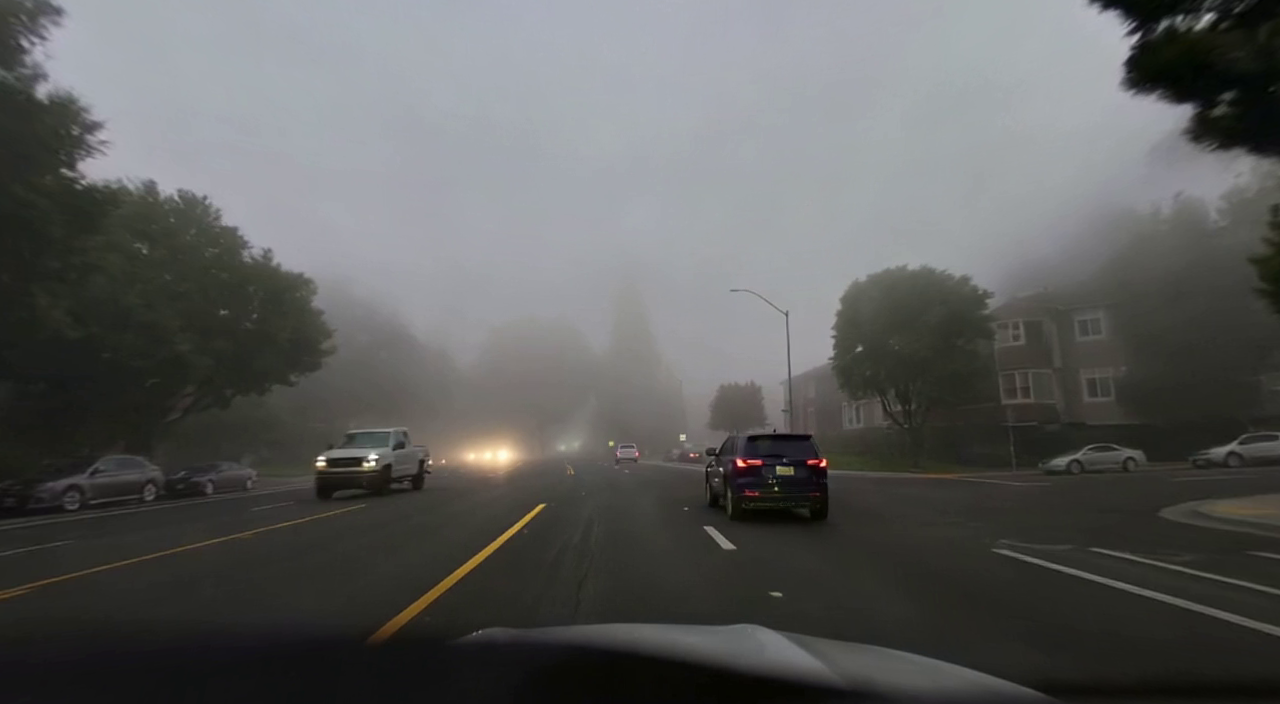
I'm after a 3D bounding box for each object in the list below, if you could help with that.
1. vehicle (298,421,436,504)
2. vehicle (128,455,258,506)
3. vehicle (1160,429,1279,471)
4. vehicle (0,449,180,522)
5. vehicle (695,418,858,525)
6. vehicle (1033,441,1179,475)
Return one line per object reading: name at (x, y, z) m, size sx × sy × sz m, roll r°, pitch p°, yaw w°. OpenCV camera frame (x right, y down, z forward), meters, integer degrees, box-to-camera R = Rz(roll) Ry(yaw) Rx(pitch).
vehicle at (-8.535, 3.492, 20.423) m, size 2.440 × 2.323 × 4.874 m, roll 0°, pitch -9°, yaw -3°
vehicle at (-18.071, 5.171, 25.917) m, size 2.078 × 1.612 × 4.798 m, roll -1°, pitch -7°, yaw -4°
vehicle at (26.722, 4.381, 28.358) m, size 4.844 × 1.806 × 2.020 m, roll -1°, pitch -9°, yaw 2°
vehicle at (-17.980, 4.147, 20.405) m, size 2.165 × 1.964 × 5.675 m, roll 0°, pitch -8°, yaw -3°
vehicle at (2.483, 2.323, 12.844) m, size 2.085 × 1.763 × 4.490 m, roll 0°, pitch -9°, yaw -3°
vehicle at (20.703, 4.738, 28.240) m, size 4.825 × 1.434 × 2.097 m, roll -1°, pitch -9°, yaw 2°
